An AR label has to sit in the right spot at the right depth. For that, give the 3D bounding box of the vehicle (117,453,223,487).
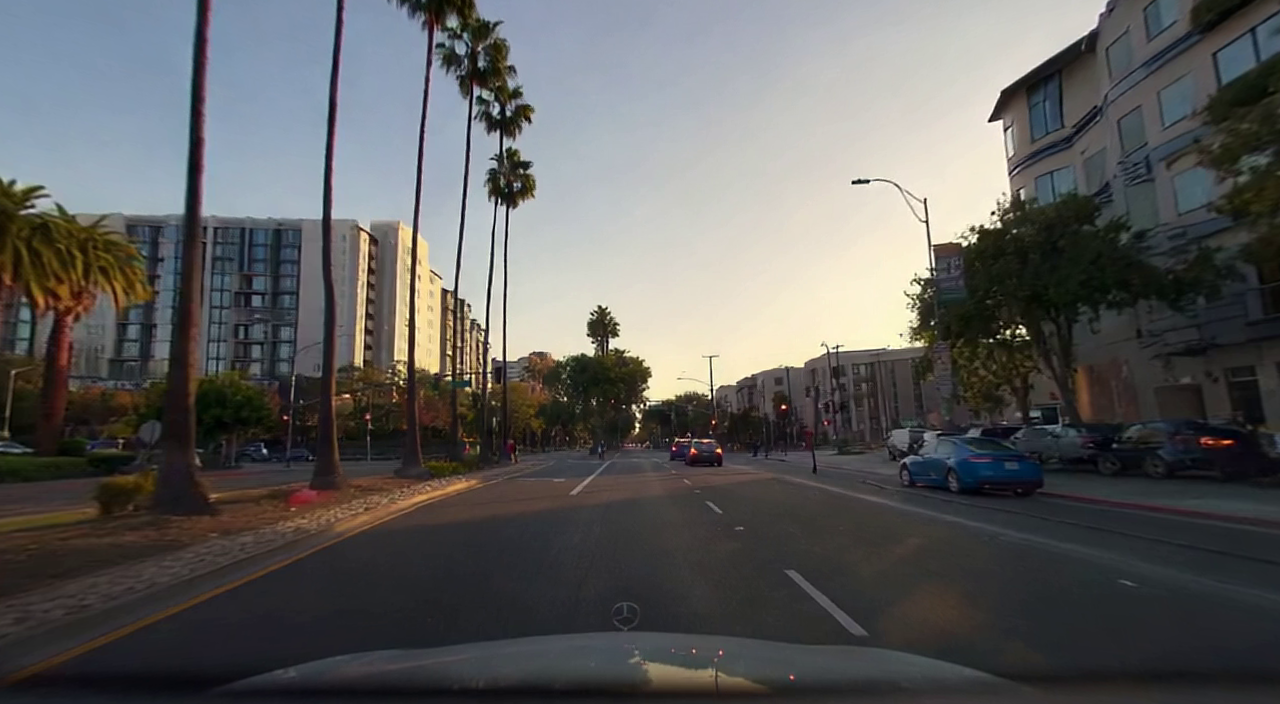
[{"bbox_3d":[-23.651,5.927,32.059,1.860,1.485,4.833,0,-9,-4],"label":"vehicle"}]

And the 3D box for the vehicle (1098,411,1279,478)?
[{"bbox_3d":[16.052,2.555,17.505,5.010,1.723,2.113,0,-9,0],"label":"vehicle"}]

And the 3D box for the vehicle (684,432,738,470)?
[{"bbox_3d":[3.521,5.015,32.139,2.060,1.756,4.770,0,-9,-2],"label":"vehicle"}]

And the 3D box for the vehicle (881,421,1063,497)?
[{"bbox_3d":[8.626,2.840,17.108,2.192,1.725,4.920,0,-9,-1],"label":"vehicle"}]
